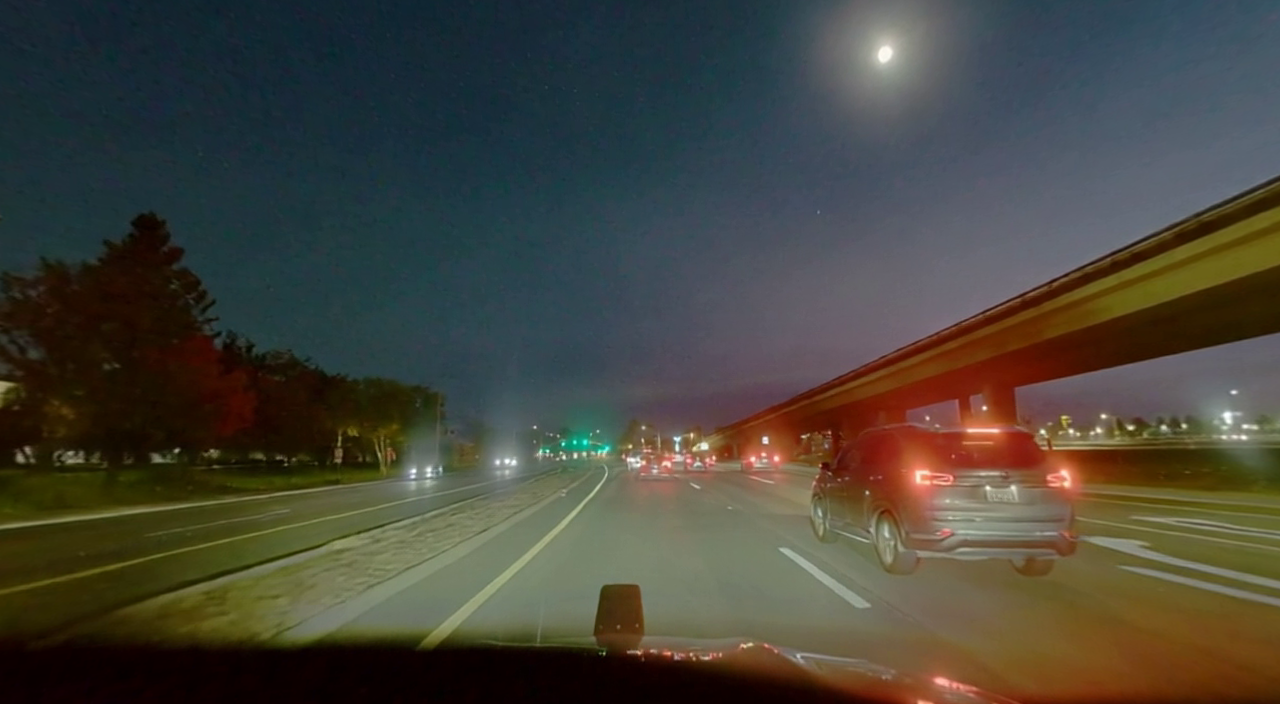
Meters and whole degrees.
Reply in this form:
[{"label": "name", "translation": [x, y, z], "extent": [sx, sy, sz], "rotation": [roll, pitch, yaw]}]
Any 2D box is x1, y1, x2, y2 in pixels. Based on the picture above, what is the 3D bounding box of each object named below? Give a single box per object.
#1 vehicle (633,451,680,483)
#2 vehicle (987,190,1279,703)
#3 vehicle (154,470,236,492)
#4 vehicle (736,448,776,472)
[{"label": "vehicle", "translation": [0.716, 5.248, 29.066], "extent": [2.027, 1.341, 3.775], "rotation": [0, -9, 0]}, {"label": "vehicle", "translation": [3.488, 0.500, 1.401], "extent": [2.588, 2.321, 4.927], "rotation": [0, -9, 0]}, {"label": "vehicle", "translation": [-32.219, 9.328, 45.819], "extent": [4.407, 1.431, 2.025], "rotation": [-1, -8, 2]}, {"label": "vehicle", "translation": [7.672, 7.184, 42.130], "extent": [1.890, 1.478, 4.093], "rotation": [0, -9, 0]}]
